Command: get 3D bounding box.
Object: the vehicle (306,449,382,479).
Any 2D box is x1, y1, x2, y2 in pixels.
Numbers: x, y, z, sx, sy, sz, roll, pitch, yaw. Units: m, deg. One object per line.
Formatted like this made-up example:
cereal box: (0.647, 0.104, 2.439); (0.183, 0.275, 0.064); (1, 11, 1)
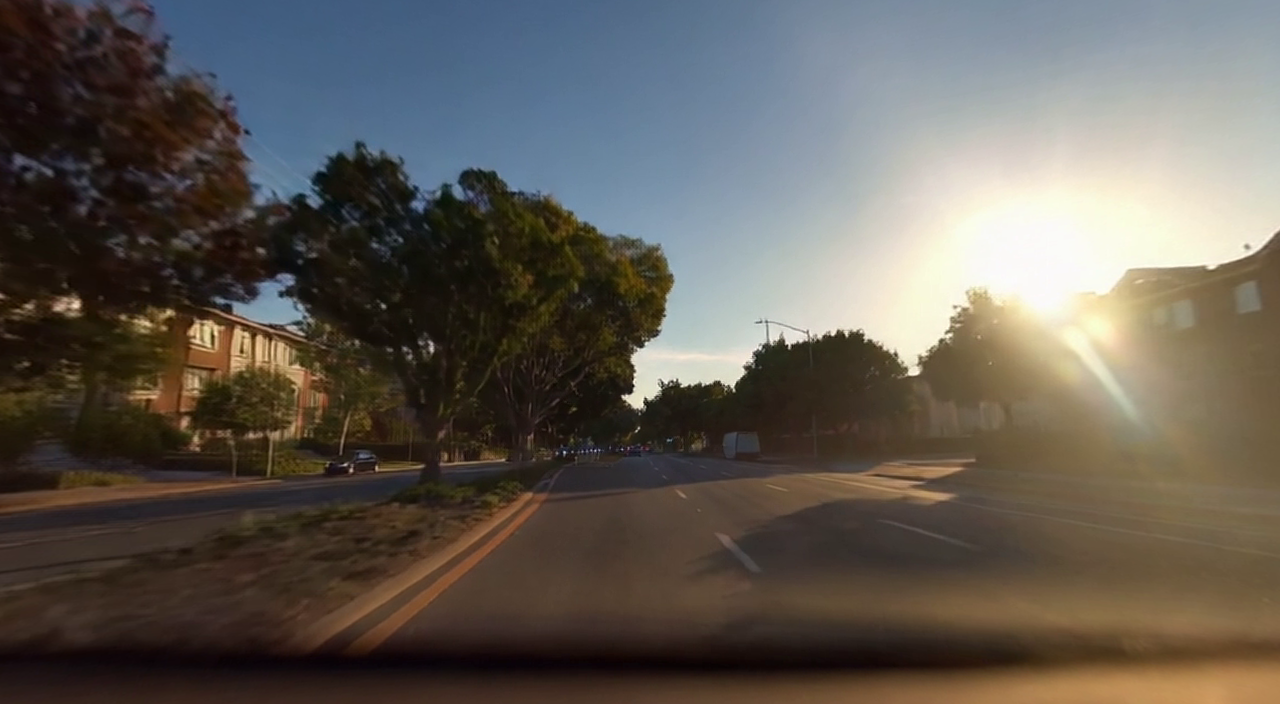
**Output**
vehicle: (-19.538, 7.403, 42.001); (2.146, 1.848, 5.680); (-1, -9, 2)
